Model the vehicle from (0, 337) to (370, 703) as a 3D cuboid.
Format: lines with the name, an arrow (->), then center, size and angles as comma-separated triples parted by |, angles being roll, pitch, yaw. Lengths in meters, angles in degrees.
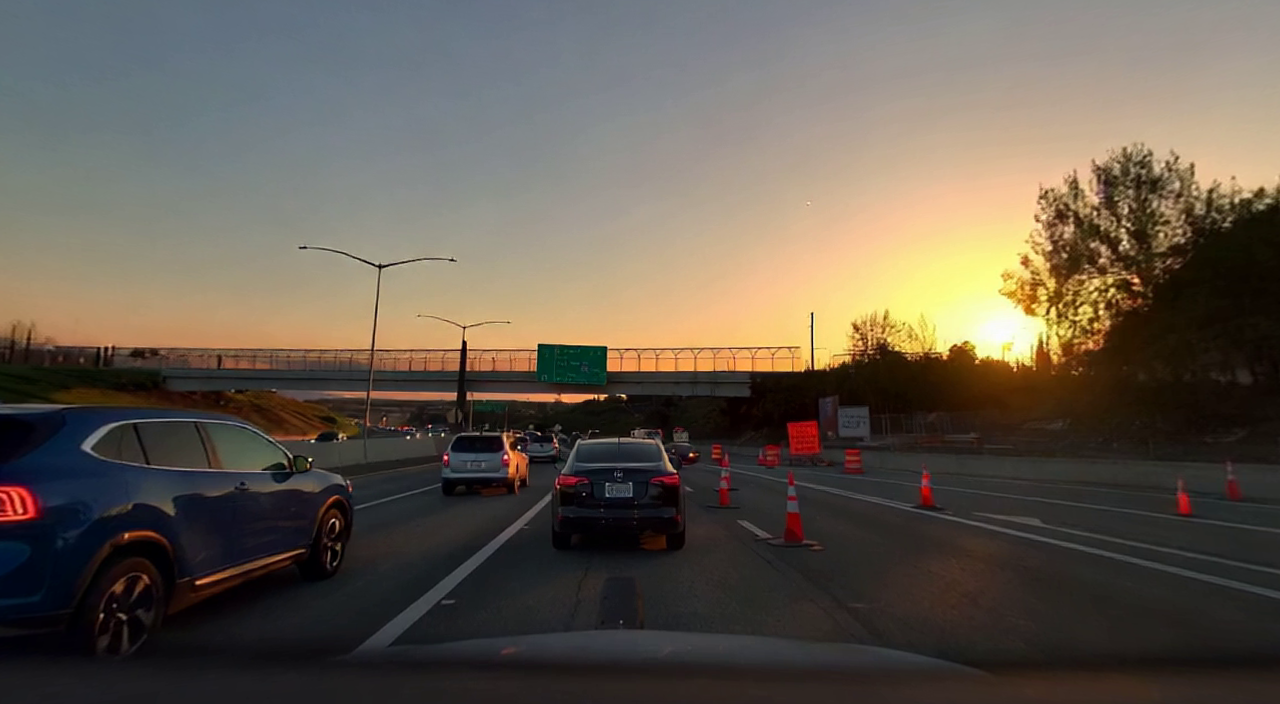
vehicle -> -3.615, 1.026, 4.028 | 2.025, 1.708, 4.089 | 0, -9, -1

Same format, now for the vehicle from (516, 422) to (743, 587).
vehicle -> -0.180, 1.687, 7.822 | 2.069, 1.484, 3.982 | 0, -9, -3

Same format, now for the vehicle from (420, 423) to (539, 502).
vehicle -> -3.912, 2.773, 16.190 | 1.982, 1.727, 4.057 | 0, -9, -1
